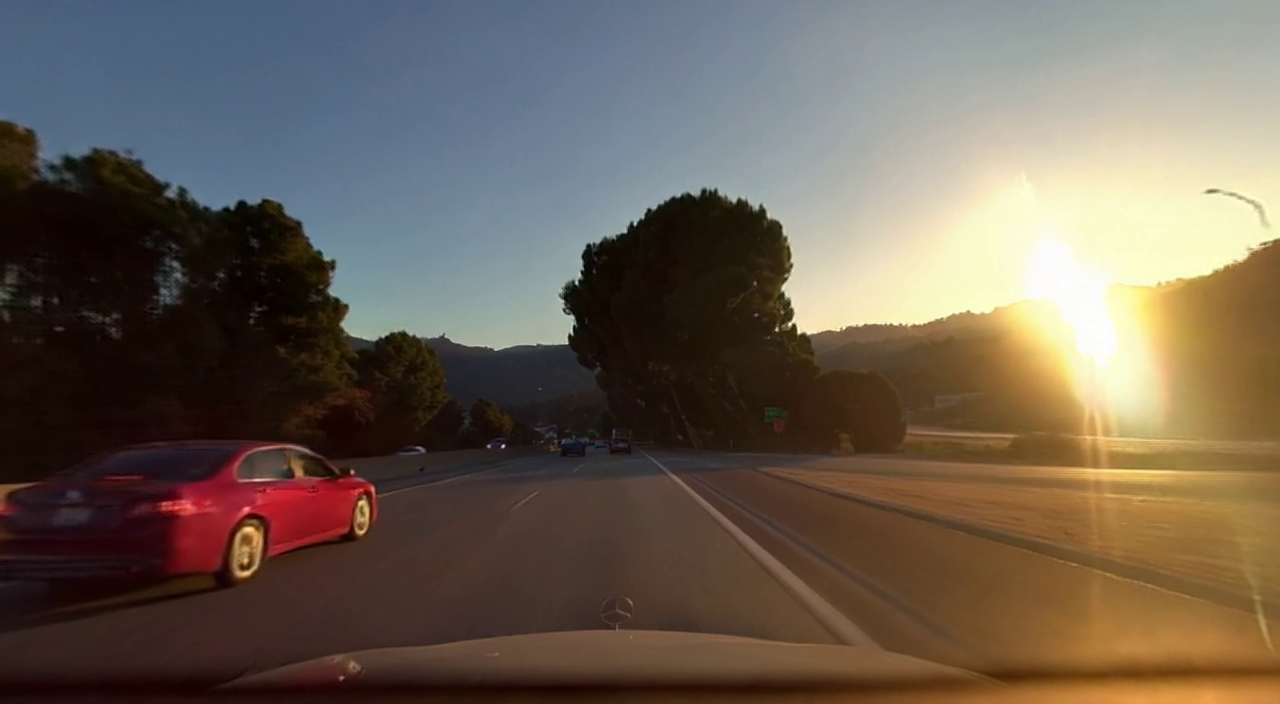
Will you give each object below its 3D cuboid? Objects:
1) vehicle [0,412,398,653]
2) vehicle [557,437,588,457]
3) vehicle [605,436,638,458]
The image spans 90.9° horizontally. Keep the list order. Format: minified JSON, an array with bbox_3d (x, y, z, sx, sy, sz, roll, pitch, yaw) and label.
[{"bbox_3d":[-4.092,1.396,6.018,1.958,1.477,4.121,0,-8,-1],"label":"vehicle"},{"bbox_3d":[-5.016,7.092,47.228,1.907,1.445,4.049,0,-8,-1],"label":"vehicle"},{"bbox_3d":[-1.278,6.650,44.167,2.162,1.460,4.242,0,-8,-2],"label":"vehicle"}]
